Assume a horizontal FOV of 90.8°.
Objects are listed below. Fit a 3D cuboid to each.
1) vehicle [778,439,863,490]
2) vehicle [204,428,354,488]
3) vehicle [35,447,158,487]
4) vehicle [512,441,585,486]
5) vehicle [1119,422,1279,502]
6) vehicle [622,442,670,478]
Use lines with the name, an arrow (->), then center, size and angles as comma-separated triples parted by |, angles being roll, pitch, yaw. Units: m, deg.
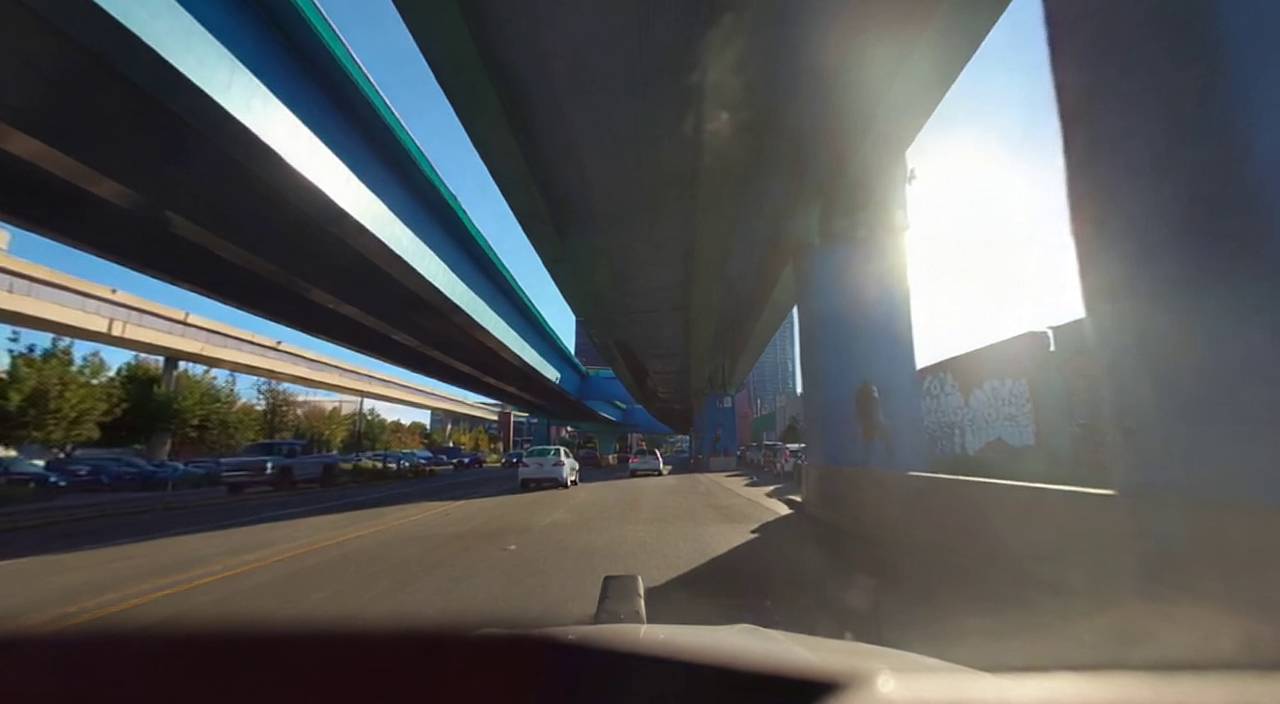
vehicle -> 6.275, 3.945, 22.444 | 2.023, 1.627, 3.971 | 0, -9, 3
vehicle -> -17.602, 5.245, 31.535 | 3.082, 2.608, 6.994 | -1, -9, 3
vehicle -> -28.459, 6.011, 33.346 | 2.174, 1.824, 4.764 | 1, -8, 0
vehicle -> -3.388, 4.240, 24.335 | 2.024, 1.533, 4.549 | -1, -9, 2
vehicle -> 13.518, 2.453, 14.277 | 1.885, 1.534, 4.690 | 0, -9, 3
vehicle -> 0.284, 5.125, 30.278 | 2.155, 1.571, 3.734 | -1, -9, 1
